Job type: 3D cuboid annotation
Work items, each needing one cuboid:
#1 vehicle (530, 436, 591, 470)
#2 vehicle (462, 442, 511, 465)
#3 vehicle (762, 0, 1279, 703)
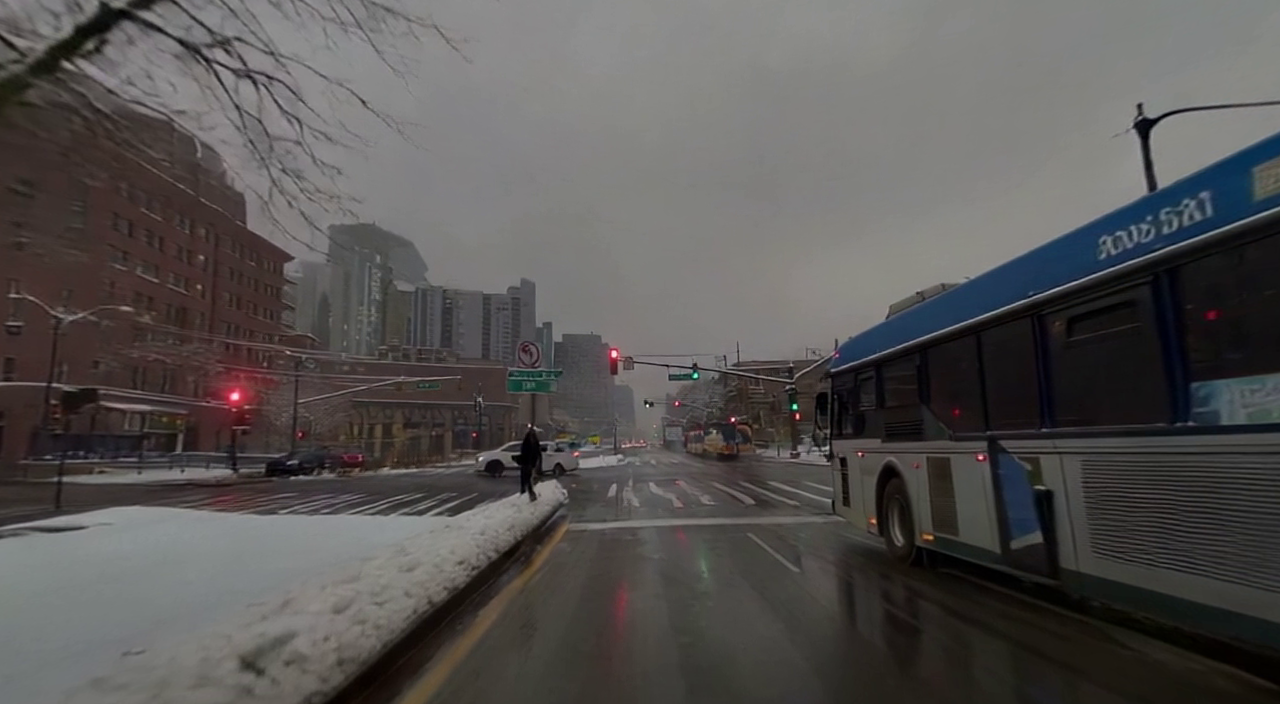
[{"bbox_3d":[-4.088,5.067,31.870,2.123,1.544,4.158,3,-9,-20],"label":"vehicle"},{"bbox_3d":[-10.795,7.090,44.291,2.036,1.467,3.979,5,-10,-33],"label":"vehicle"},{"bbox_3d":[3.218,-0.386,1.057,3.250,3.731,13.693,0,-8,0],"label":"vehicle"}]
